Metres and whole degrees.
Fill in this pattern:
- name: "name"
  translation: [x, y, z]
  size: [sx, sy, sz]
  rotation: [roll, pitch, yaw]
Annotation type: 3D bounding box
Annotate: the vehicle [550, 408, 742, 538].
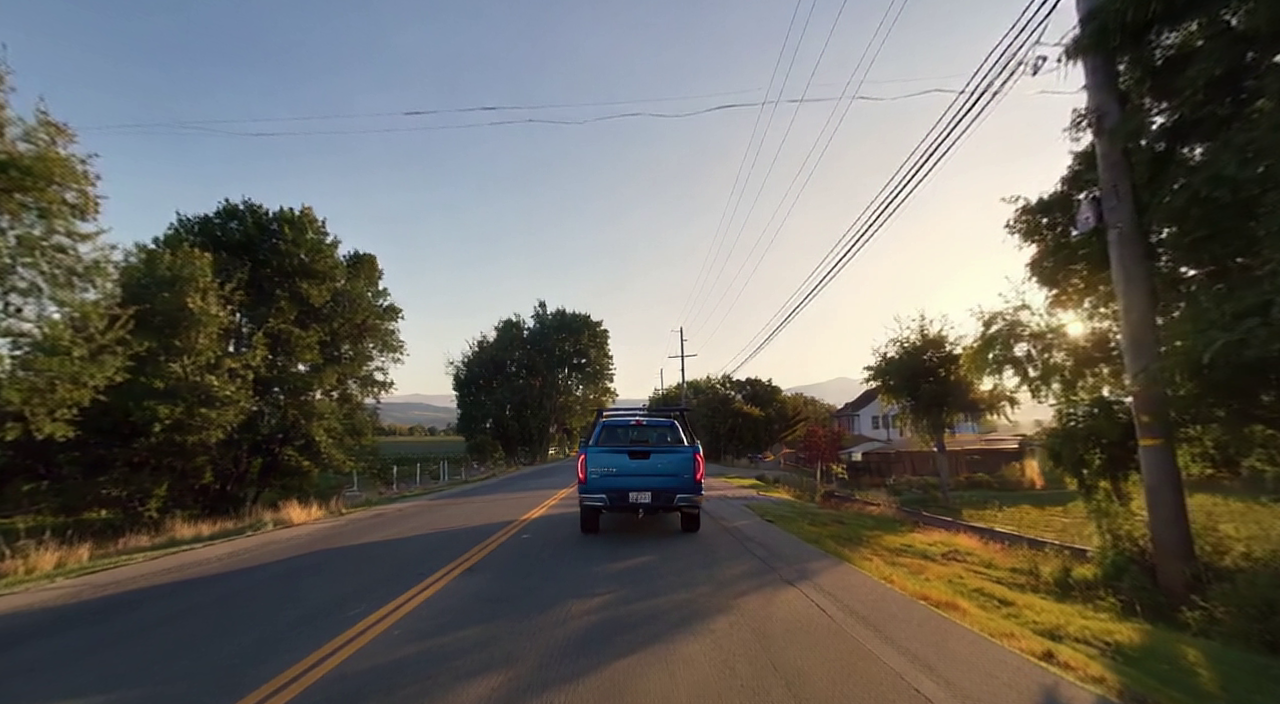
- name: "vehicle"
  translation: [0.035, 2.197, 12.153]
  size: [2.774, 1.861, 5.885]
  rotation: [0, -9, -1]
